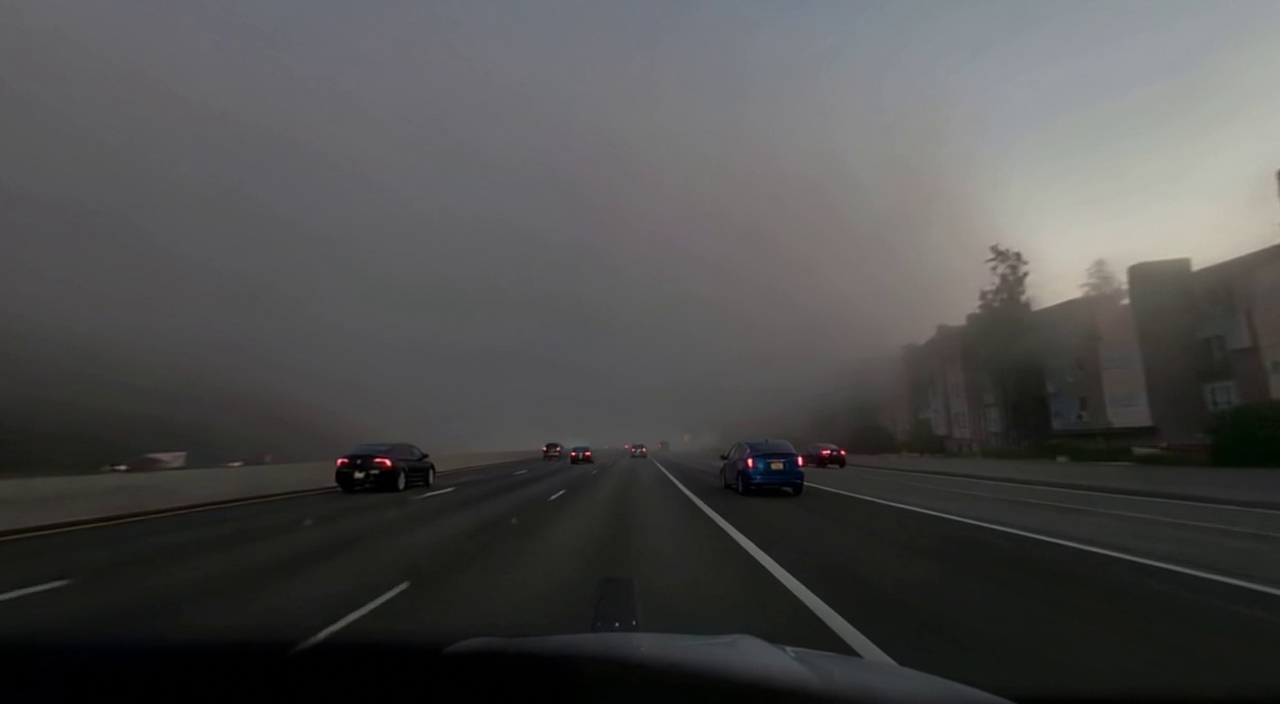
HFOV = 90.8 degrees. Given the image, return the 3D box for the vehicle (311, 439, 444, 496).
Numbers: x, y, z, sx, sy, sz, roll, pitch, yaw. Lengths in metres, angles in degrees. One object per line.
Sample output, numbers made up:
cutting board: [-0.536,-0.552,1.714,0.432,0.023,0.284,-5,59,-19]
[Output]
vehicle: [-7.663,3.399,19.041,2.021,1.496,4.495,0,-9,1]

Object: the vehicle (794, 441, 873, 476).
vehicle: [8.660,4.790,28.710,2.061,1.459,4.273,0,-9,-3]

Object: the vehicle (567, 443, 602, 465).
vehicle: [-3.781,6.999,43.525,2.002,1.466,4.378,0,-9,0]

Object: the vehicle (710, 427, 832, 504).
vehicle: [3.154,2.842,16.228,2.080,1.694,4.286,0,-9,-1]
